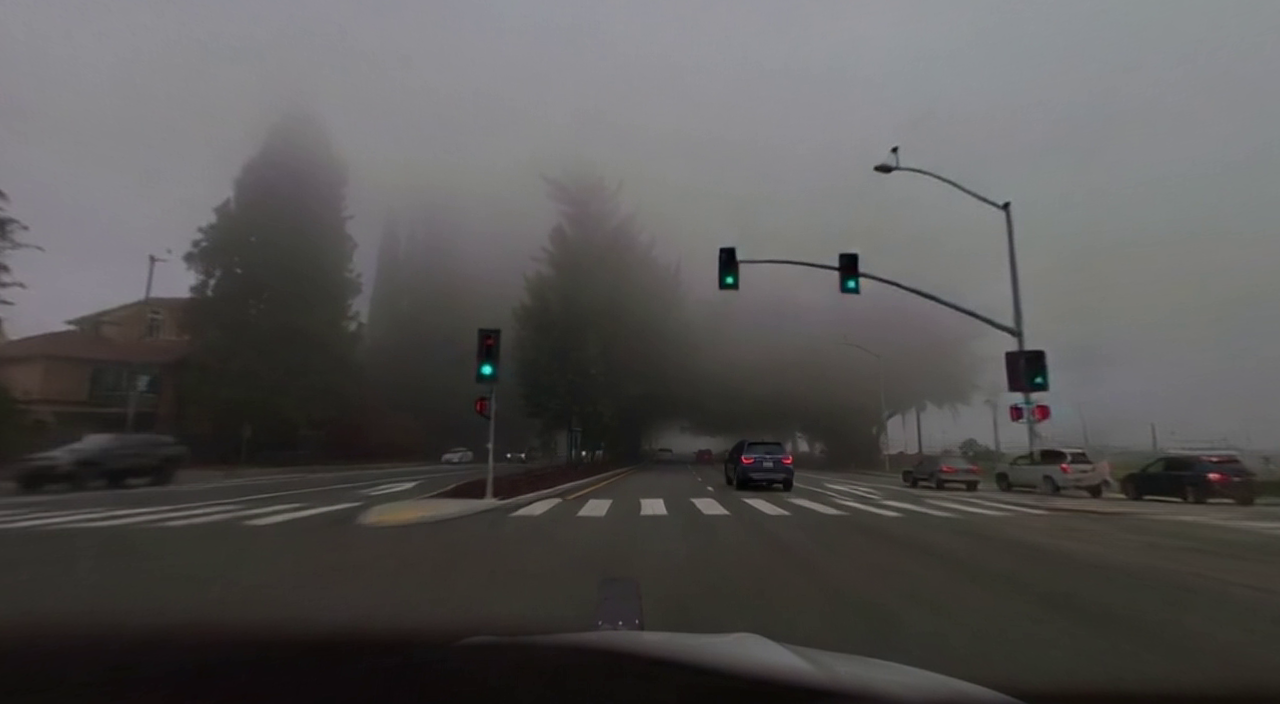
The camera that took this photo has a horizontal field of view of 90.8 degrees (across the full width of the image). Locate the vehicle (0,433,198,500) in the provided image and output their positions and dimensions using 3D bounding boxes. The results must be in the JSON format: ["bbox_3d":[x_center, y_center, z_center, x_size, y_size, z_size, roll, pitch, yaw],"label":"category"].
[{"bbox_3d":[-15.195,3.176,17.896,2.025,1.625,4.528,0,-9,1],"label":"vehicle"}]

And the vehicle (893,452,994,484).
[{"bbox_3d":[15.536,5.923,32.642,2.040,1.472,4.846,2,-9,-13],"label":"vehicle"}]

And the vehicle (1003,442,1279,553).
[{"bbox_3d":[8.403,2.301,10.738,1.949,1.492,4.103,0,-8,-1],"label":"vehicle"}]

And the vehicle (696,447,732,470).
[{"bbox_3d":[4.973,7.265,43.204,2.064,1.474,4.389,0,-9,2],"label":"vehicle"}]

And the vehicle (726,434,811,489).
[{"bbox_3d":[4.629,4.031,23.544,2.209,1.813,4.724,0,-8,0],"label":"vehicle"}]
